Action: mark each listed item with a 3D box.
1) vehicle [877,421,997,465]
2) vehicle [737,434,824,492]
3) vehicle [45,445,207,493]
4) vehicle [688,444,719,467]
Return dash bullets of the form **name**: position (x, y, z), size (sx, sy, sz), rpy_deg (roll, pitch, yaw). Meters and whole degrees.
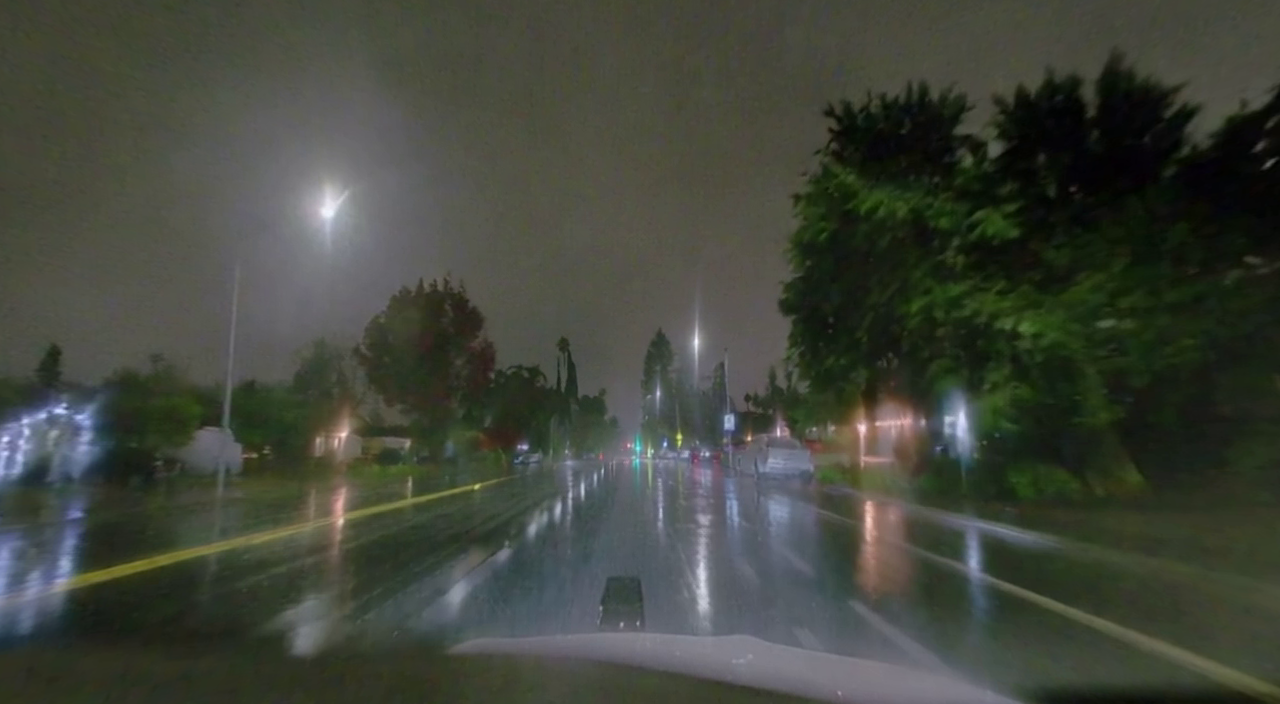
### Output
- **vehicle**: position (15.701, 4.851, 33.667), size (5.096, 1.931, 2.288), rpy_deg (-4, -9, 2)
- **vehicle**: position (4.990, 3.999, 23.080), size (2.082, 1.763, 4.718), rpy_deg (3, -8, 0)
- **vehicle**: position (-20.488, 4.636, 25.302), size (4.818, 1.625, 2.012), rpy_deg (1, -8, 5)
- **vehicle**: position (4.743, 7.823, 47.574), size (1.934, 1.546, 5.009), rpy_deg (2, -10, 2)
